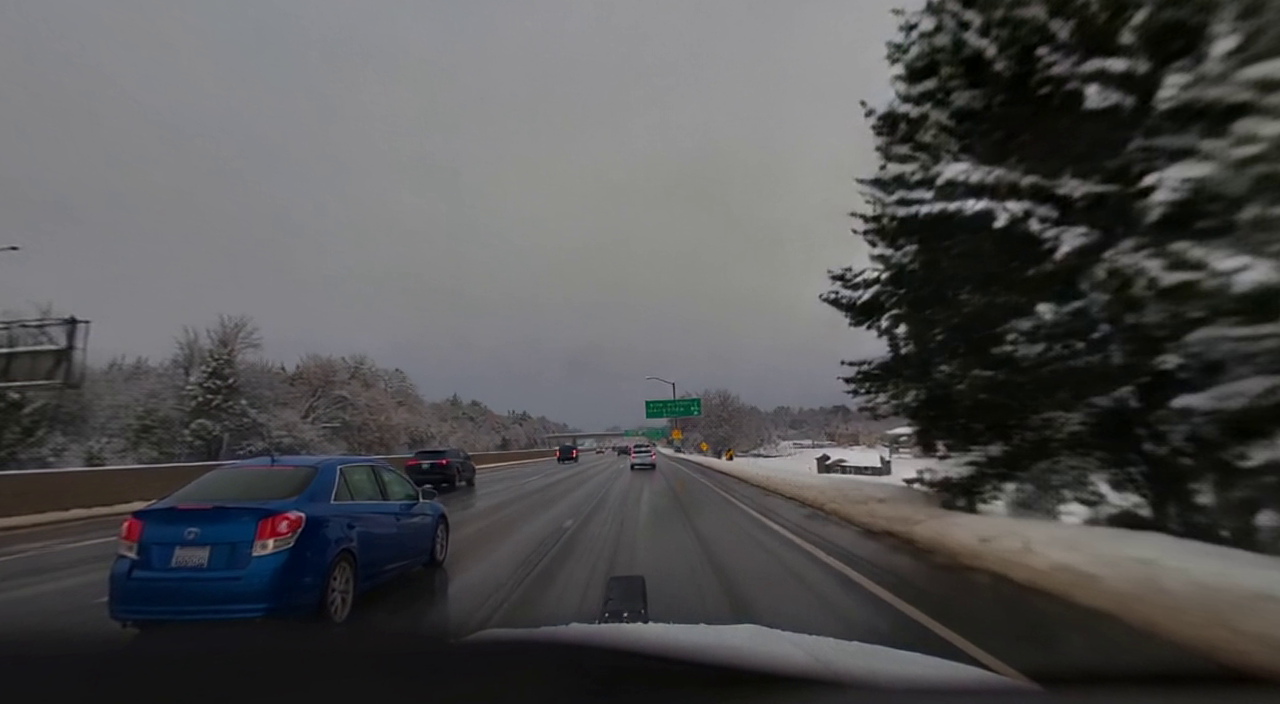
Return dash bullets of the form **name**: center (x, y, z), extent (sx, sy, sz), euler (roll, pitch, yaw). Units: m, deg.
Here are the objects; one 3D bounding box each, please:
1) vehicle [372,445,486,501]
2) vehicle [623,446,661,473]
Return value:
- **vehicle**: center (-6.463, 3.718, 19.905), extent (2.075, 1.528, 4.327), euler (0, -8, 0)
- **vehicle**: center (0.073, 6.044, 35.730), extent (2.051, 1.443, 3.770), euler (0, -8, -1)
